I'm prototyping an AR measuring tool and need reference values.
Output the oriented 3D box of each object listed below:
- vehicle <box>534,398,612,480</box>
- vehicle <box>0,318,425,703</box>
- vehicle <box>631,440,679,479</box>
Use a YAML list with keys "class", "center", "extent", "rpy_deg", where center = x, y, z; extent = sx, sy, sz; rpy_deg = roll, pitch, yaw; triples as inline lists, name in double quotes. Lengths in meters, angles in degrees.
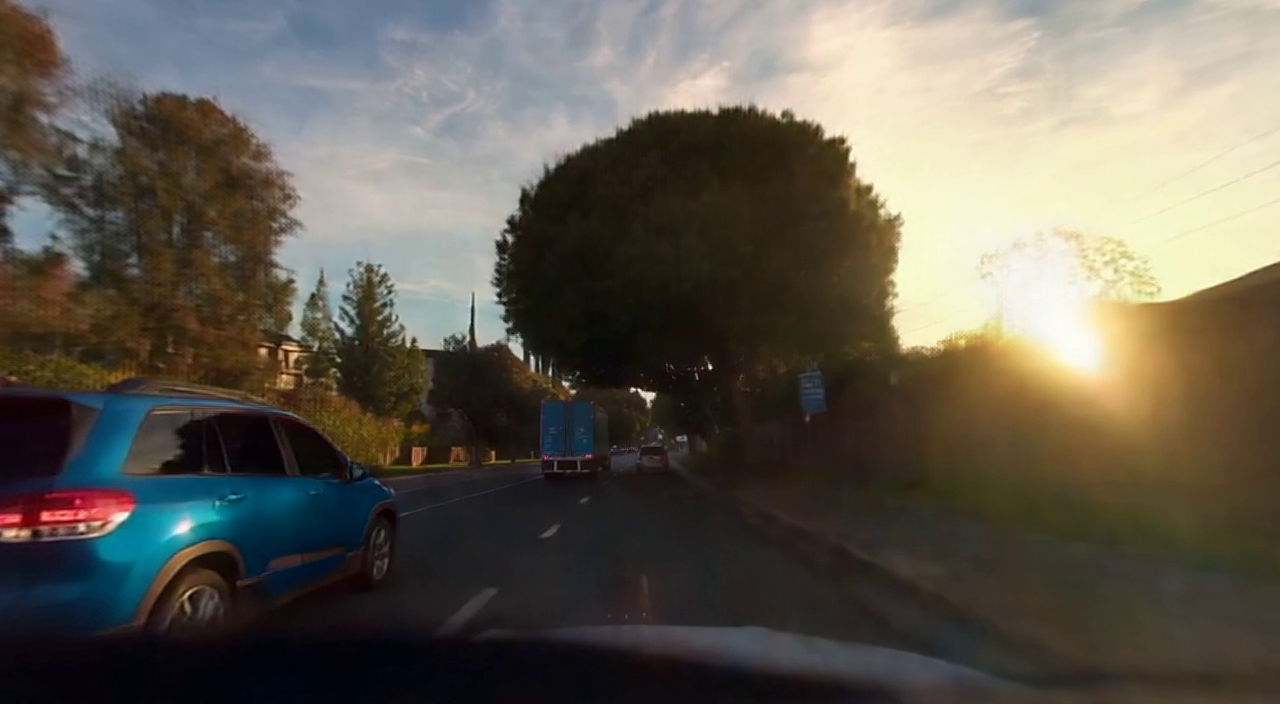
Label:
- class: "vehicle"
  center: [-3.229, 4.618, 33.191]
  extent: [2.928, 3.658, 8.980]
  rpy_deg: [1, -9, 1]
- class: "vehicle"
  center: [-3.330, 1.095, 4.236]
  extent: [2.093, 1.832, 4.508]
  rpy_deg: [1, -9, 1]
- class: "vehicle"
  center: [0.728, 5.253, 31.111]
  extent: [2.174, 1.749, 4.113]
  rpy_deg: [1, -9, 1]
